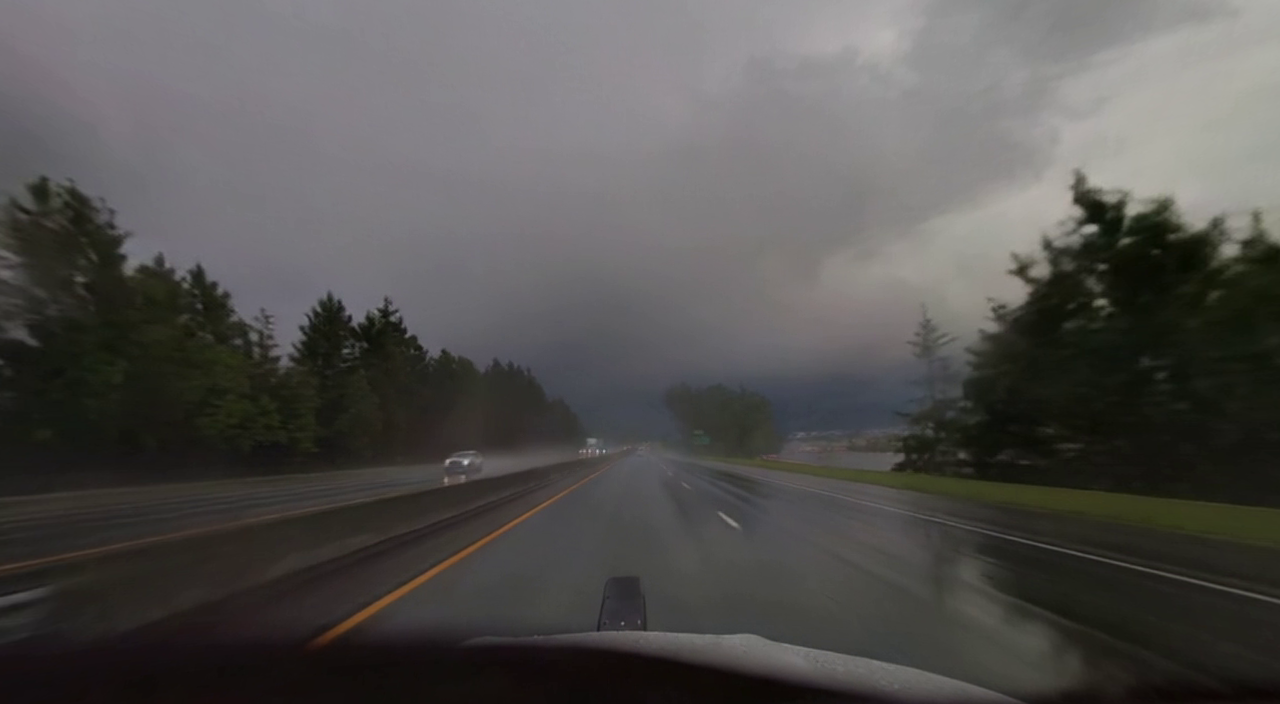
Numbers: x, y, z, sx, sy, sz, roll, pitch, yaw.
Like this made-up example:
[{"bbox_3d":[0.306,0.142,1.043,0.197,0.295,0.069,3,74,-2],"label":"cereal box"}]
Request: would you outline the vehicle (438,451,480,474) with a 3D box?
[{"bbox_3d":[-13.238,8.113,46.337,1.862,1.574,4.185,0,-9,0],"label":"vehicle"}]
